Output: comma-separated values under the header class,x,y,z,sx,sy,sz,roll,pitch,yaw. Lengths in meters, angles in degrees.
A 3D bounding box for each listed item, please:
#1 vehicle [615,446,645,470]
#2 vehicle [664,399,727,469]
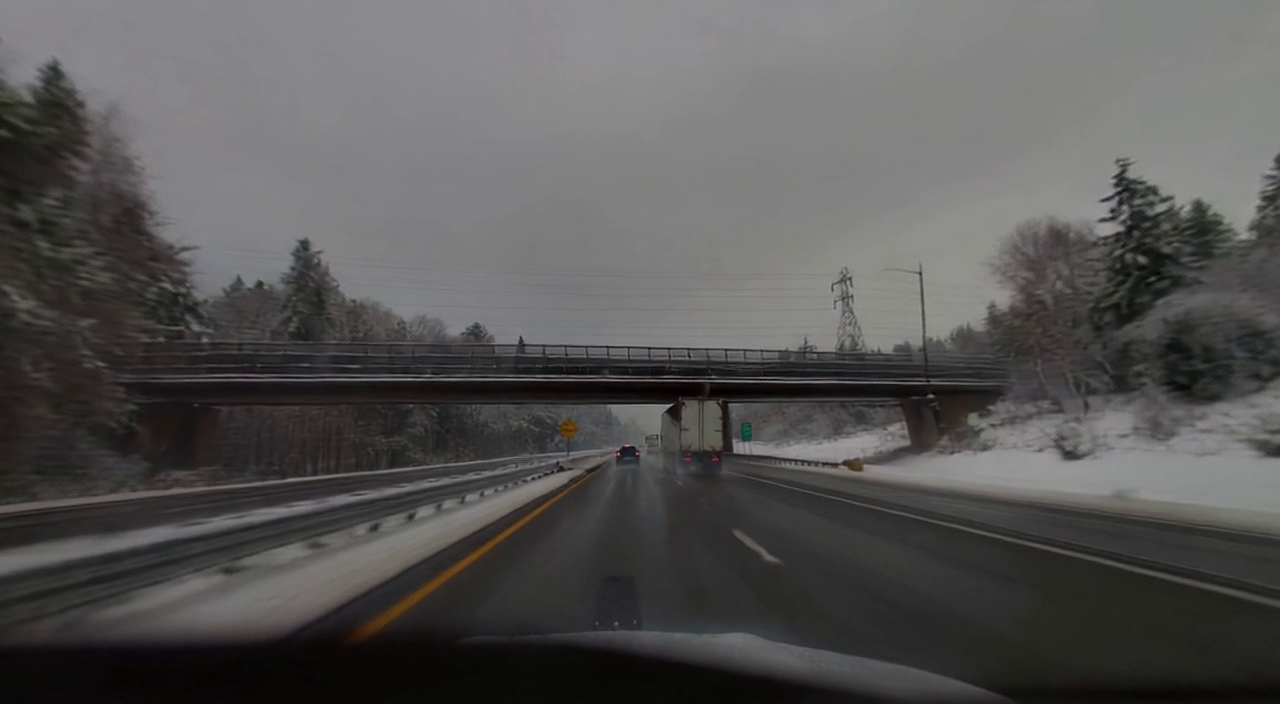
class,x,y,z,sx,sy,sz,roll,pitch,yaw
vehicle,-0.672,7.063,41.925,1.961,1.454,3.755,0,-9,-1
vehicle,3.664,6.112,45.538,2.956,4.281,14.327,0,-9,-1
